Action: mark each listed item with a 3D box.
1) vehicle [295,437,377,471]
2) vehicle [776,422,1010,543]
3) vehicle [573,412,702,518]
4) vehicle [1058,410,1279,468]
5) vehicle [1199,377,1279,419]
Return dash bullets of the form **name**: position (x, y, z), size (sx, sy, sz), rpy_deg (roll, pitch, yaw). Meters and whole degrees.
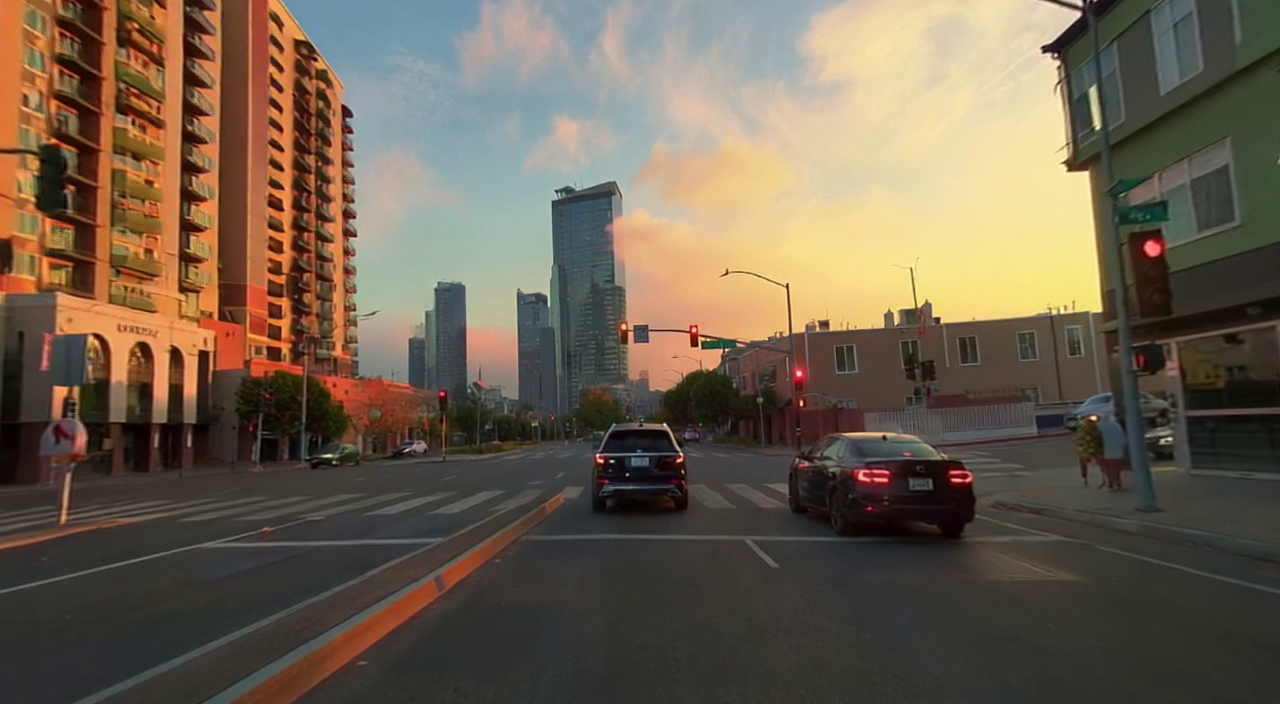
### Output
- **vehicle**: position (-16.622, 5.594, 34.843), size (2.132, 1.710, 4.504), rpy_deg (-1, -8, 3)
- **vehicle**: position (3.739, 2.014, 10.423), size (1.987, 1.538, 4.510), rpy_deg (0, -8, 0)
- **vehicle**: position (-0.009, 2.215, 12.785), size (2.168, 1.776, 4.135), rpy_deg (0, -8, 1)
- **vehicle**: position (14.281, 2.373, 17.227), size (4.354, 1.466, 1.863), rpy_deg (0, -8, 1)
- **vehicle**: position (26.749, 1.956, 26.773), size (4.287, 1.639, 1.729), rpy_deg (0, -8, 2)
